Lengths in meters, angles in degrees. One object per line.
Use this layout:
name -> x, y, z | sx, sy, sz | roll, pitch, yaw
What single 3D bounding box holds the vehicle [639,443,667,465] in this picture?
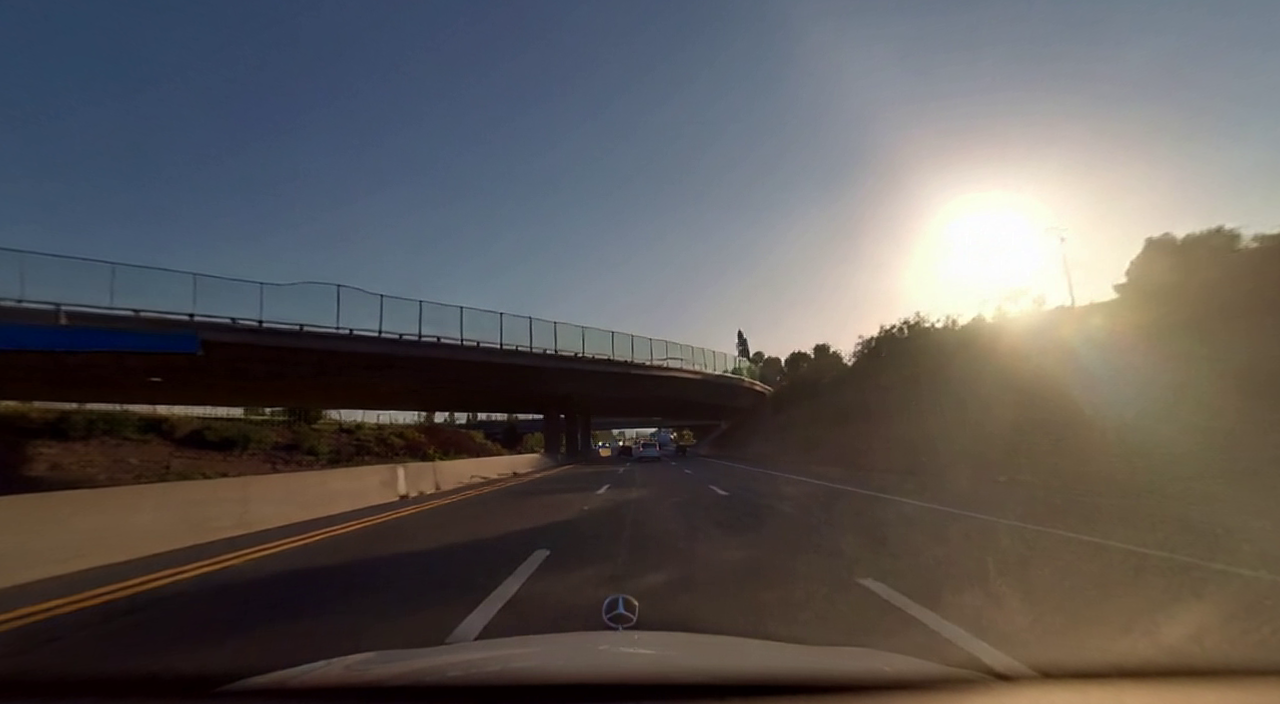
vehicle -> 0.936, 7.797, 47.843 | 1.970, 1.560, 4.182 | 0, -9, -1
